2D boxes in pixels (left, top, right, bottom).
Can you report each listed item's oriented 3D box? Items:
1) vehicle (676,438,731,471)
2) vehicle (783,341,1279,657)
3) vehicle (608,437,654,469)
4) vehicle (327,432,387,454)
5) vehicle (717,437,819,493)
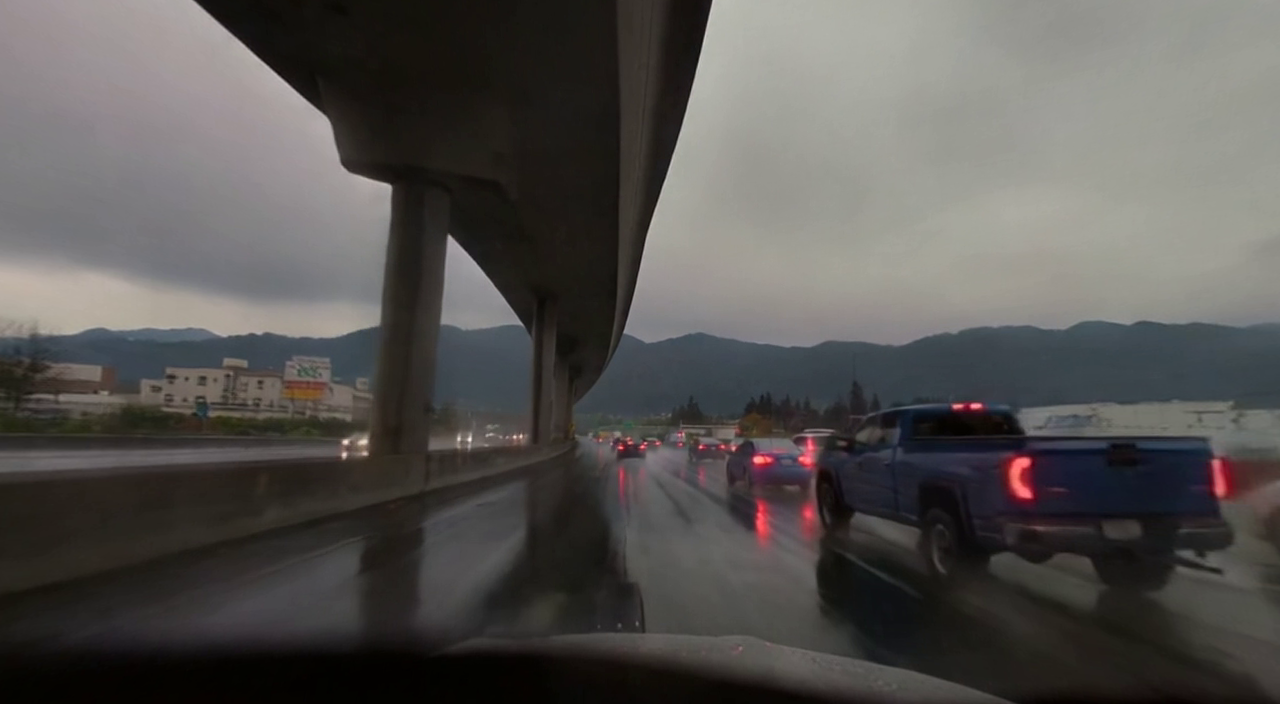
[{"bbox_3d":[3.168,5.226,32.399,2.057,1.517,4.538,0,-8,-4],"label":"vehicle"},{"bbox_3d":[4.007,1.451,7.708,2.747,2.061,7.011,0,-8,-1],"label":"vehicle"},{"bbox_3d":[-0.526,5.249,32.899,2.266,1.549,3.978,0,-8,-2],"label":"vehicle"},{"bbox_3d":[-20.088,6.480,45.042,2.170,1.464,4.896,0,-8,-2],"label":"vehicle"},{"bbox_3d":[3.697,3.361,19.237,1.923,1.462,4.895,0,-8,-2],"label":"vehicle"}]
